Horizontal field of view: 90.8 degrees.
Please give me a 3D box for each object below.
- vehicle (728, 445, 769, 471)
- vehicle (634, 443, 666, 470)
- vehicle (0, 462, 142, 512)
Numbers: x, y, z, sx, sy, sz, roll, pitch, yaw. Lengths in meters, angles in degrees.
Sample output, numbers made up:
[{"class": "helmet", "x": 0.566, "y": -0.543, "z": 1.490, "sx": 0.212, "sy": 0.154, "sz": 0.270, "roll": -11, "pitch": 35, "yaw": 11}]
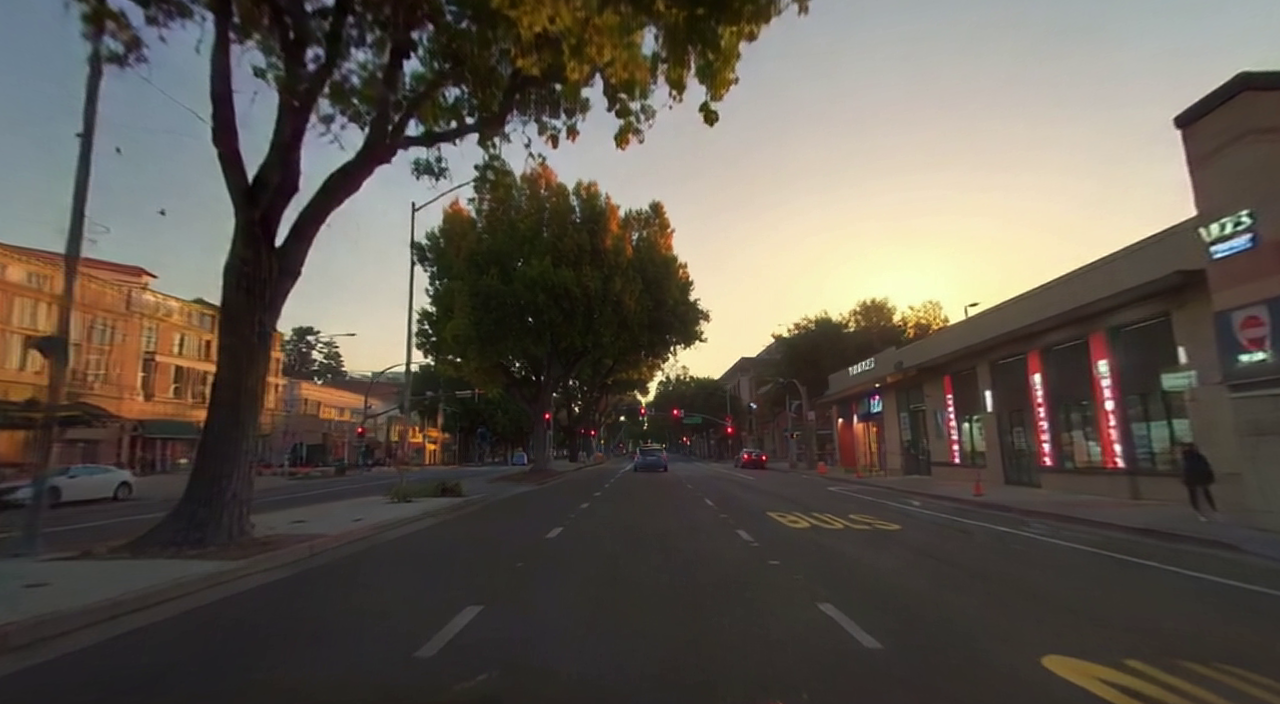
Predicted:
[{"class": "vehicle", "x": 7.882, "y": 7.724, "z": 46.364, "sx": 1.987, "sy": 1.772, "sz": 4.749, "roll": 0, "pitch": -9, "yaw": -2}, {"class": "vehicle", "x": 0.725, "y": 7.489, "z": 45.421, "sx": 2.223, "sy": 1.775, "sz": 4.250, "roll": 0, "pitch": -9, "yaw": 1}, {"class": "vehicle", "x": -20.394, "y": 4.719, "z": 22.380, "sx": 1.840, "sy": 1.440, "sz": 4.442, "roll": -3, "pitch": -9, "yaw": 1}]
